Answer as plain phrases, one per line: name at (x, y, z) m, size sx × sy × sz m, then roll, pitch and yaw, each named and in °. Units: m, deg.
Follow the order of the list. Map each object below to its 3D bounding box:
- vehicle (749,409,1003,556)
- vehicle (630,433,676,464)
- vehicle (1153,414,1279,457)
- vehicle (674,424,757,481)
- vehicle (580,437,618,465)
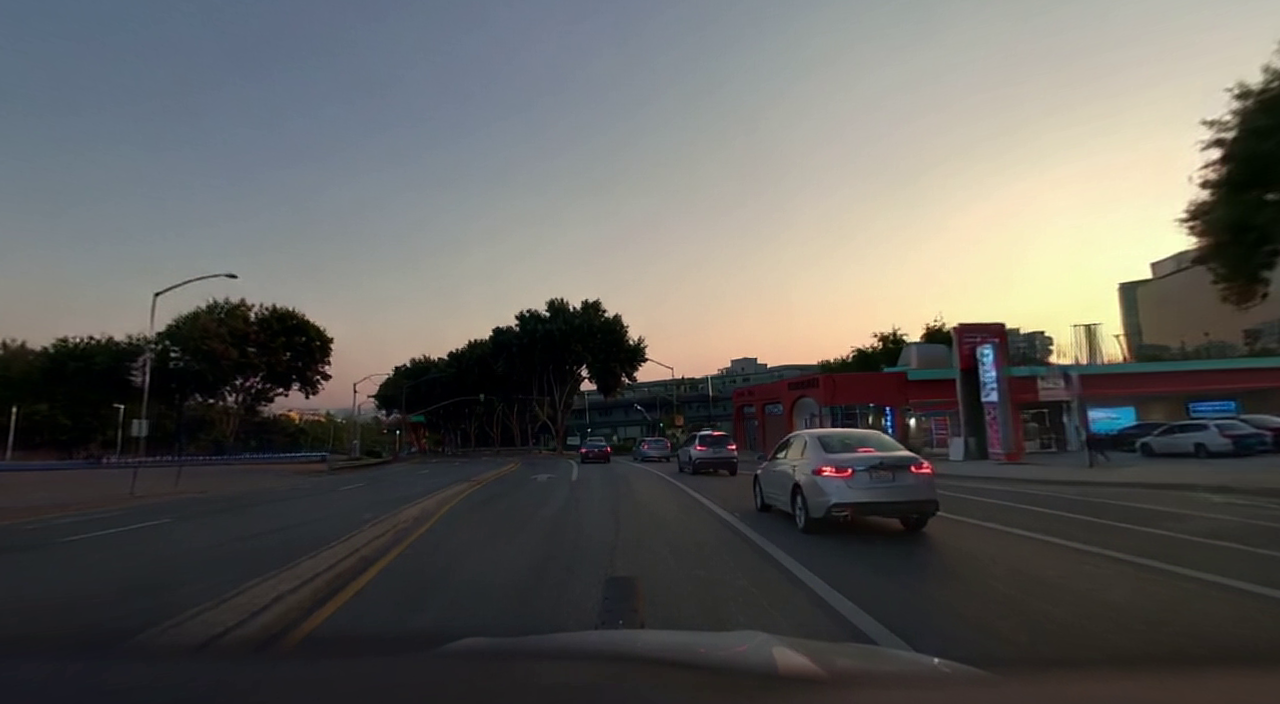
vehicle at (3.044, 1.746, 9.223) m, size 1.966 × 1.596 × 3.980 m, roll -1°, pitch -8°, yaw -3°
vehicle at (0.707, 5.880, 38.801) m, size 2.216 × 1.750 × 4.520 m, roll -1°, pitch -7°, yaw -7°
vehicle at (28.527, 4.061, 30.713) m, size 5.103 × 1.947 × 2.207 m, roll -1°, pitch -8°, yaw 1°
vehicle at (2.497, 3.476, 22.106) m, size 2.046 × 1.768 × 4.370 m, roll 0°, pitch -8°, yaw -4°
vehicle at (-2.449, 5.752, 36.852) m, size 2.068 × 1.512 × 3.987 m, roll 1°, pitch -9°, yaw -6°
